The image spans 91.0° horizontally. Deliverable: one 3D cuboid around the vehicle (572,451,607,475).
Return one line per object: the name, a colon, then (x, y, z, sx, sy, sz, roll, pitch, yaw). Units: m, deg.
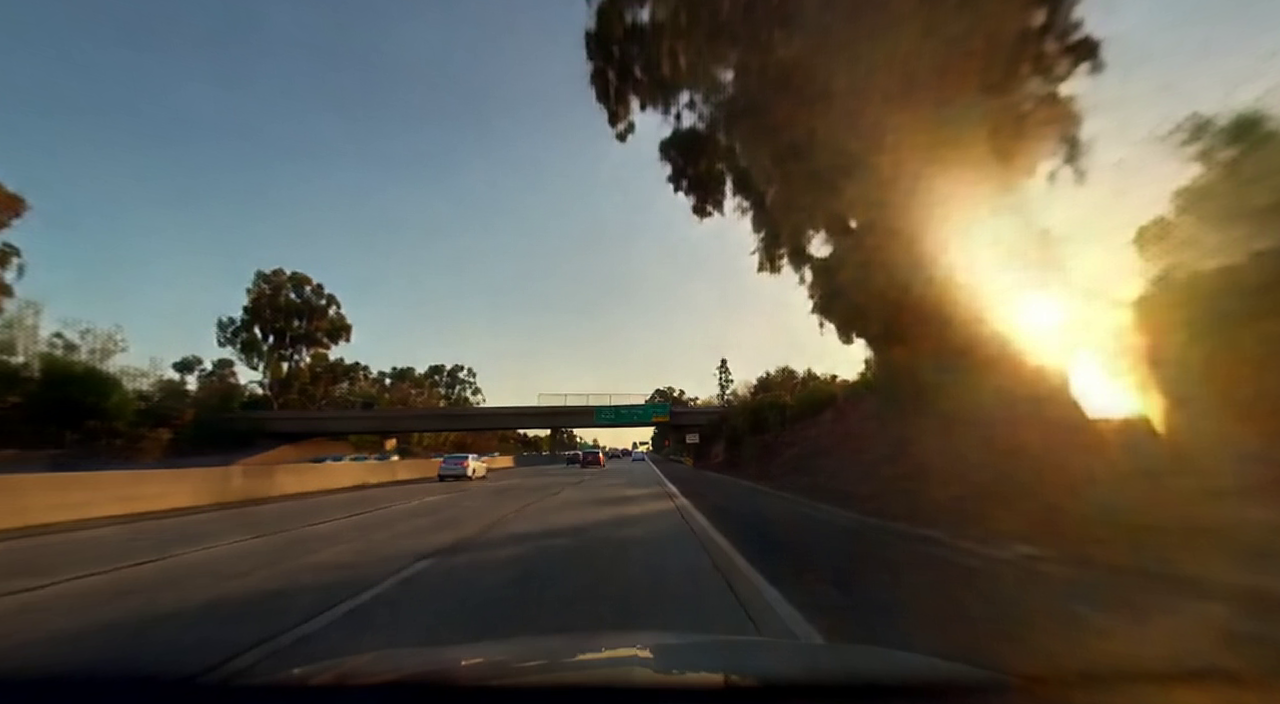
vehicle: (-3.572, 7.918, 45.224, 2.102, 1.571, 4.666, 0, -9, 0)

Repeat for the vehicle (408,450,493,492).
vehicle: (-7.567, 4.780, 25.683, 2.002, 1.507, 4.631, 0, -9, 1)
